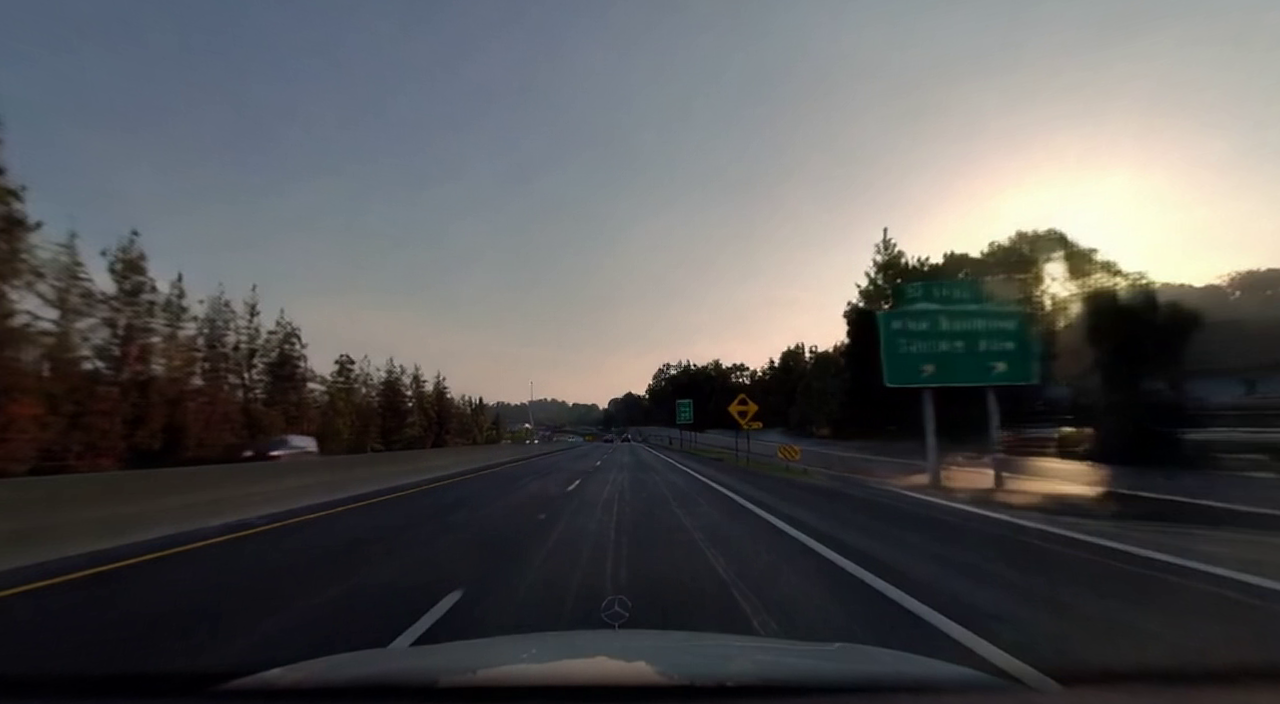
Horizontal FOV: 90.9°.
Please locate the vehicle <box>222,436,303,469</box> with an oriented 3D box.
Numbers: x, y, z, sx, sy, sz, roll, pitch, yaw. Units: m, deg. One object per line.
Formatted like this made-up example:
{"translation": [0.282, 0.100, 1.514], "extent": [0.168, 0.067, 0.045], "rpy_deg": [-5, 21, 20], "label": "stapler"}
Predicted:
{"translation": [-17.563, 4.684, 29.538], "extent": [1.617, 1.424, 3.539], "rpy_deg": [0, -8, -1], "label": "vehicle"}
